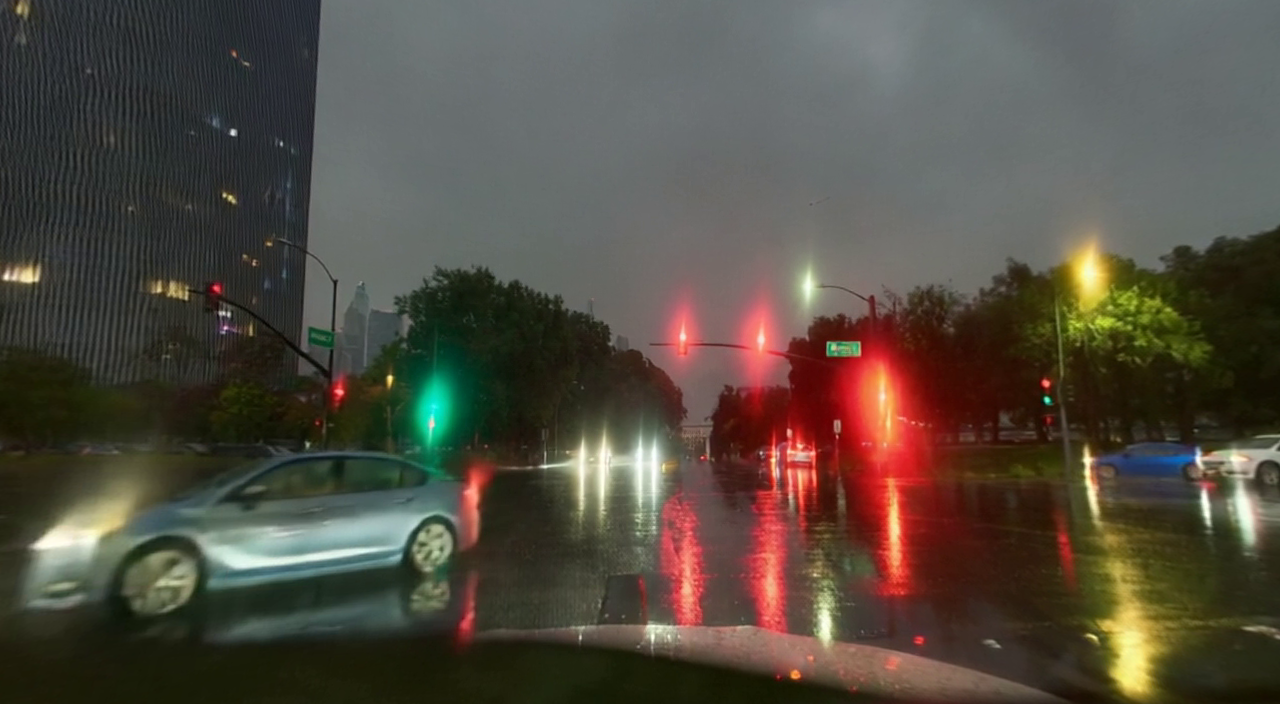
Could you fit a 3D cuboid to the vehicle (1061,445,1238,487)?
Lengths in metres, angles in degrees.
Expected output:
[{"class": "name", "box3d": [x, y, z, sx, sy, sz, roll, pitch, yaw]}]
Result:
[{"class": "vehicle", "box3d": [19.354, 4.327, 24.046, 4.896, 1.503, 1.971, -1, -9, 3]}]

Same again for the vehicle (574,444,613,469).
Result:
[{"class": "vehicle", "box3d": [-2.950, 6.795, 40.984, 2.068, 1.486, 4.664, 0, -9, 1]}]

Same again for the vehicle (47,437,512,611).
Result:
[{"class": "vehicle", "box3d": [-3.992, 1.888, 8.076, 1.924, 1.491, 4.802, -5, -10, 28]}]

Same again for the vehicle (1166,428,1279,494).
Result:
[{"class": "vehicle", "box3d": [20.764, 3.420, 19.947, 5.832, 1.949, 2.444, 0, -9, 0]}]

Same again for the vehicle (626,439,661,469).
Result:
[{"class": "vehicle", "box3d": [0.222, 6.220, 38.316, 2.018, 1.699, 4.751, 0, -9, 1]}]
